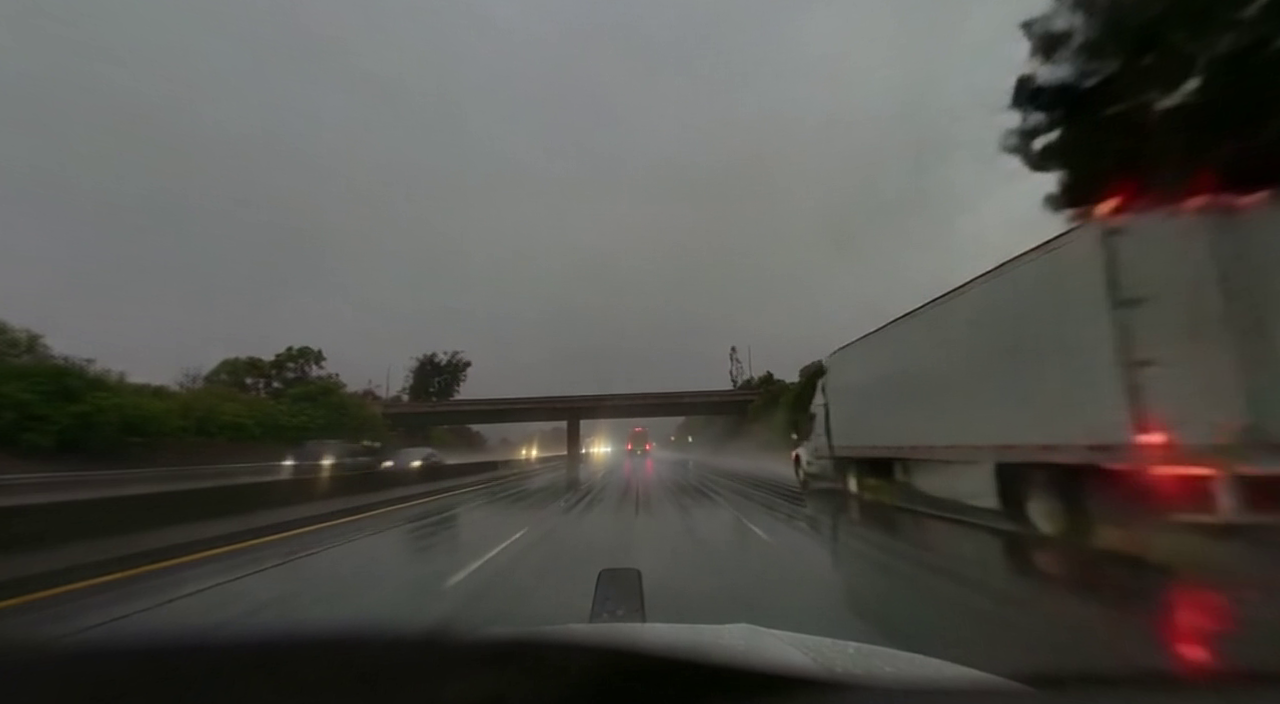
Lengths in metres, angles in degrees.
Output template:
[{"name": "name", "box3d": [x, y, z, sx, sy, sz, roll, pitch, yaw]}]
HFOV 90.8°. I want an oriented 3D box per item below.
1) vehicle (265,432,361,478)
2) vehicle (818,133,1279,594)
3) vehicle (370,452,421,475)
[{"name": "vehicle", "box3d": [-21.181, 6.733, 41.408, 2.287, 2.687, 7.408, 0, -9, 0]}, {"name": "vehicle", "box3d": [7.164, 1.167, 12.722, 2.937, 4.105, 14.800, 0, -9, 1]}, {"name": "vehicle", "box3d": [-16.727, 7.611, 43.380, 1.789, 1.473, 4.215, 0, -9, 0]}]
